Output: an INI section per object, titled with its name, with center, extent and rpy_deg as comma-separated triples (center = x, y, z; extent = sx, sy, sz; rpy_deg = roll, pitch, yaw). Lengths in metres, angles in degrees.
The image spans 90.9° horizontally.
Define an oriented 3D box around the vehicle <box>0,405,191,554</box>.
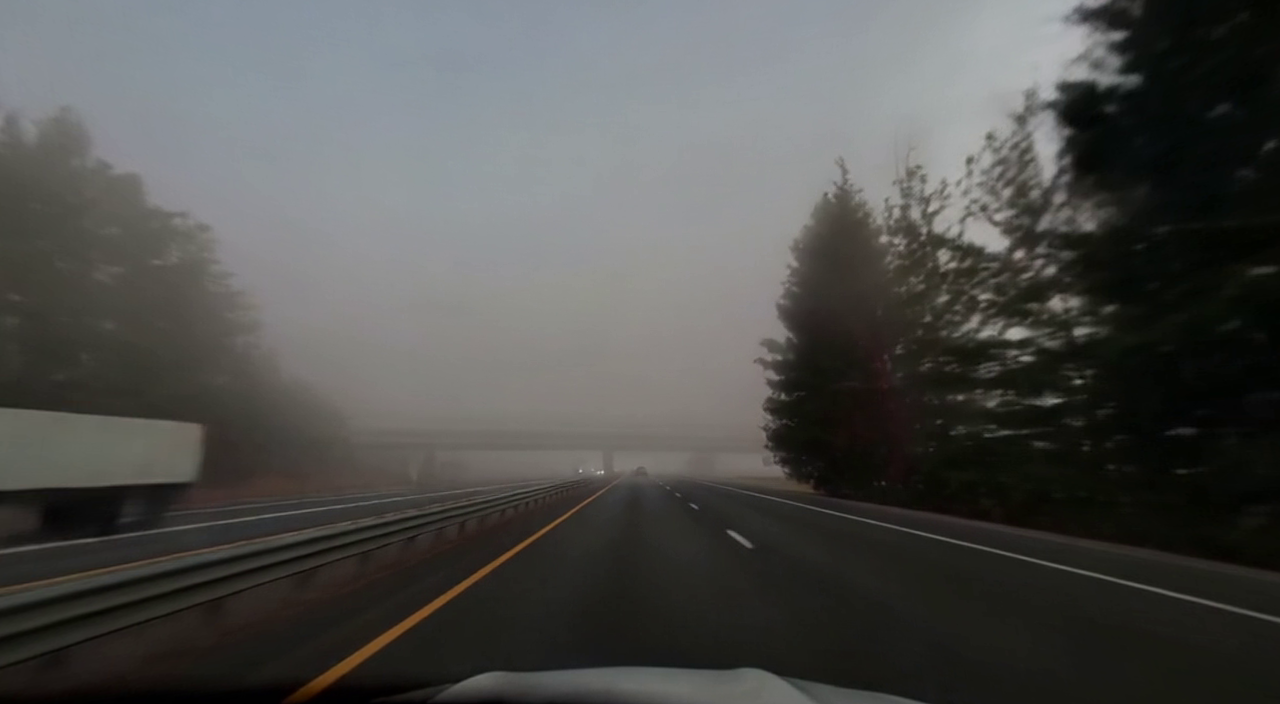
[vehicle]
center = -13.013, 2.609, 13.071
extent = 2.571, 2.692, 6.357
rpy_deg = 1, -11, 0
